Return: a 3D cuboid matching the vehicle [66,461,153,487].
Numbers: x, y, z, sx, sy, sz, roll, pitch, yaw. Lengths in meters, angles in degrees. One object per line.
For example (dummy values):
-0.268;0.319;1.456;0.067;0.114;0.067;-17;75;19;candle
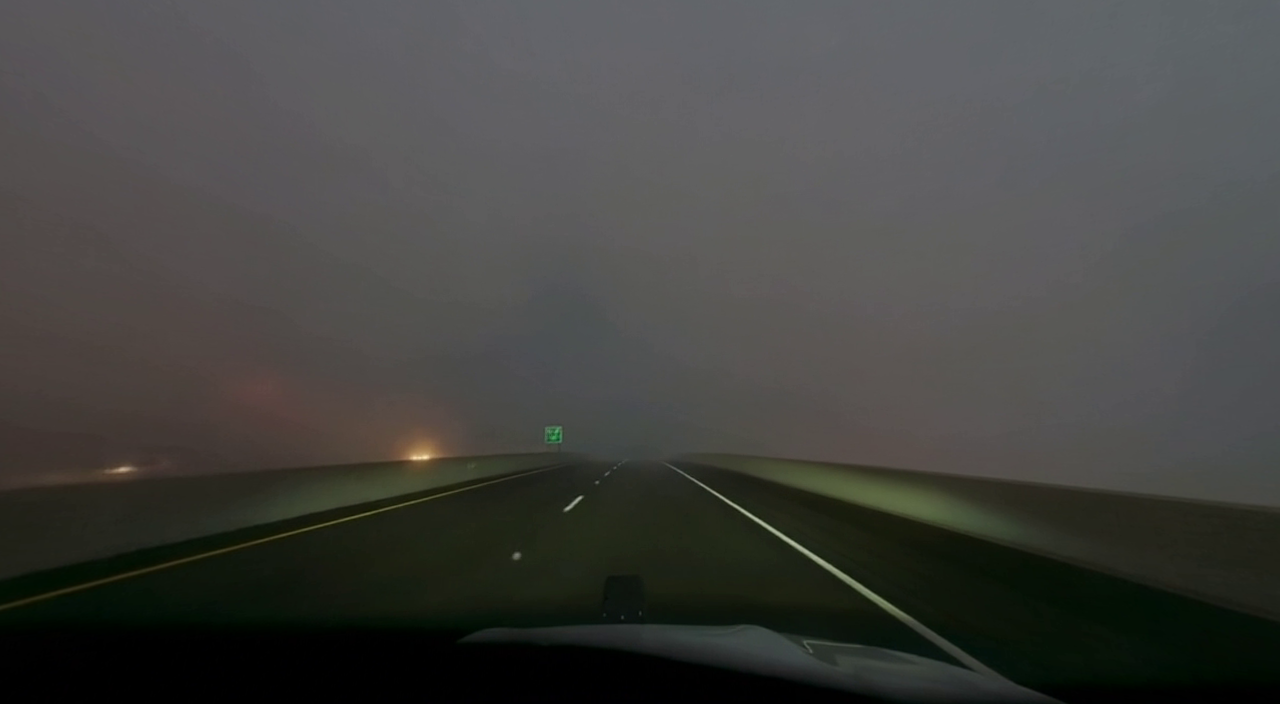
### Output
-35.992;8.289;42.894;1.805;1.533;4.670;0;-9;1;vehicle
